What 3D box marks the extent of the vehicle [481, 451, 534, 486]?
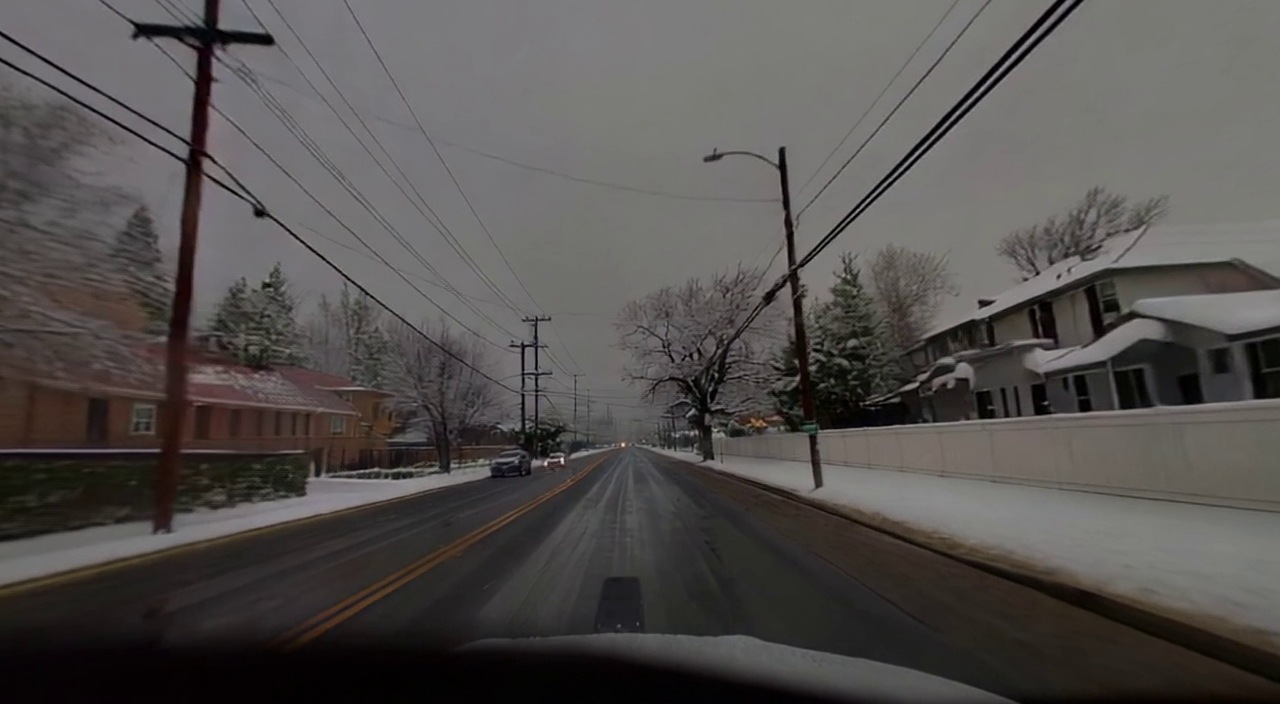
[{"bbox_3d":[-7.274,6.411,35.143,1.869,1.442,4.344,-9,-8,-1],"label":"vehicle"}]
